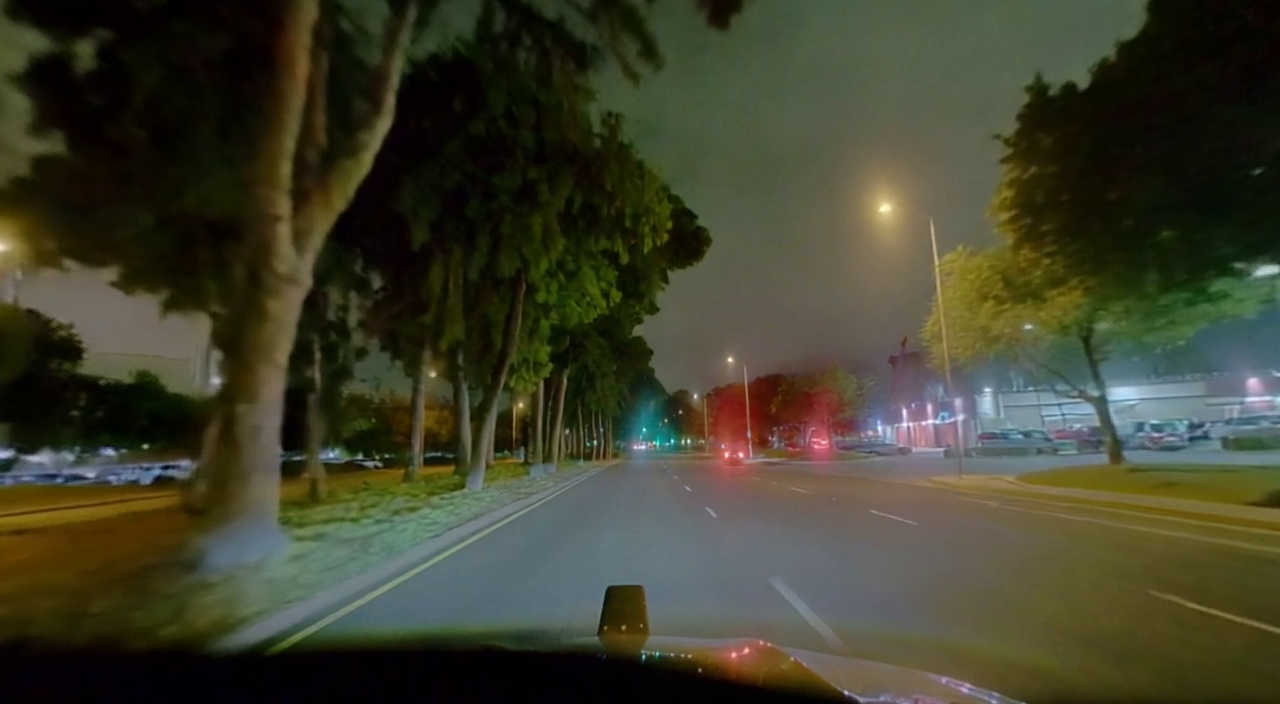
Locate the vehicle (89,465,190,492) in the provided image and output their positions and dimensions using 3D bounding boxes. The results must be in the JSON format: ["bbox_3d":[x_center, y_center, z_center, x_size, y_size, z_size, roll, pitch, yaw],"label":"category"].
[{"bbox_3d":[-31.466,7.960,39.808,4.622,1.466,1.842,4,-9,-27],"label":"vehicle"}]
